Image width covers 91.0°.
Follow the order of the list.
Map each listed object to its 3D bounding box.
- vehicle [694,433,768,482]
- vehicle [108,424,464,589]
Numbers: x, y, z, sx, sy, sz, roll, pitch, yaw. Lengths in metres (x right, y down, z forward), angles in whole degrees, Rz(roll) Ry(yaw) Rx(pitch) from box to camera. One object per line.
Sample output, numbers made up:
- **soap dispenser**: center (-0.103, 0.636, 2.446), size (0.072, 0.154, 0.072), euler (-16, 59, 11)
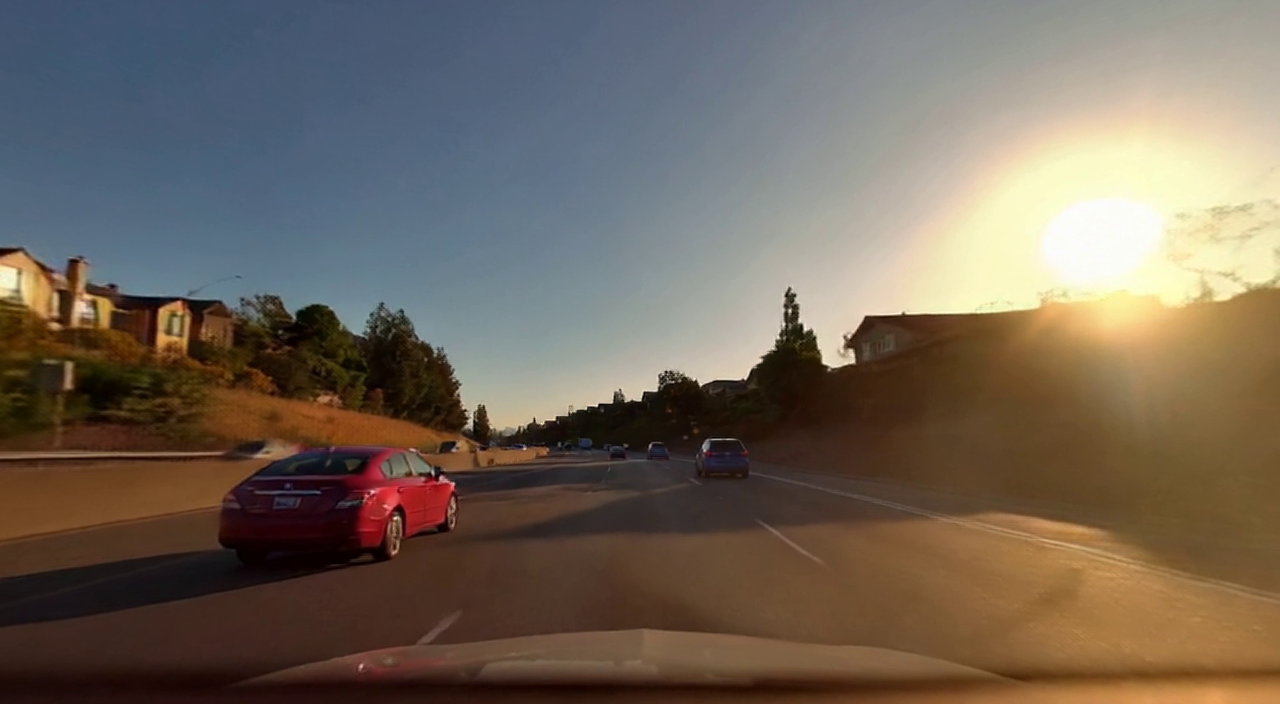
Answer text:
- **vehicle**: center (3.369, 4.036, 24.284), size (2.092, 1.686, 4.188), euler (0, -9, -2)
- **vehicle**: center (-3.927, 1.775, 8.139), size (2.036, 1.528, 4.400), euler (0, -9, 0)
